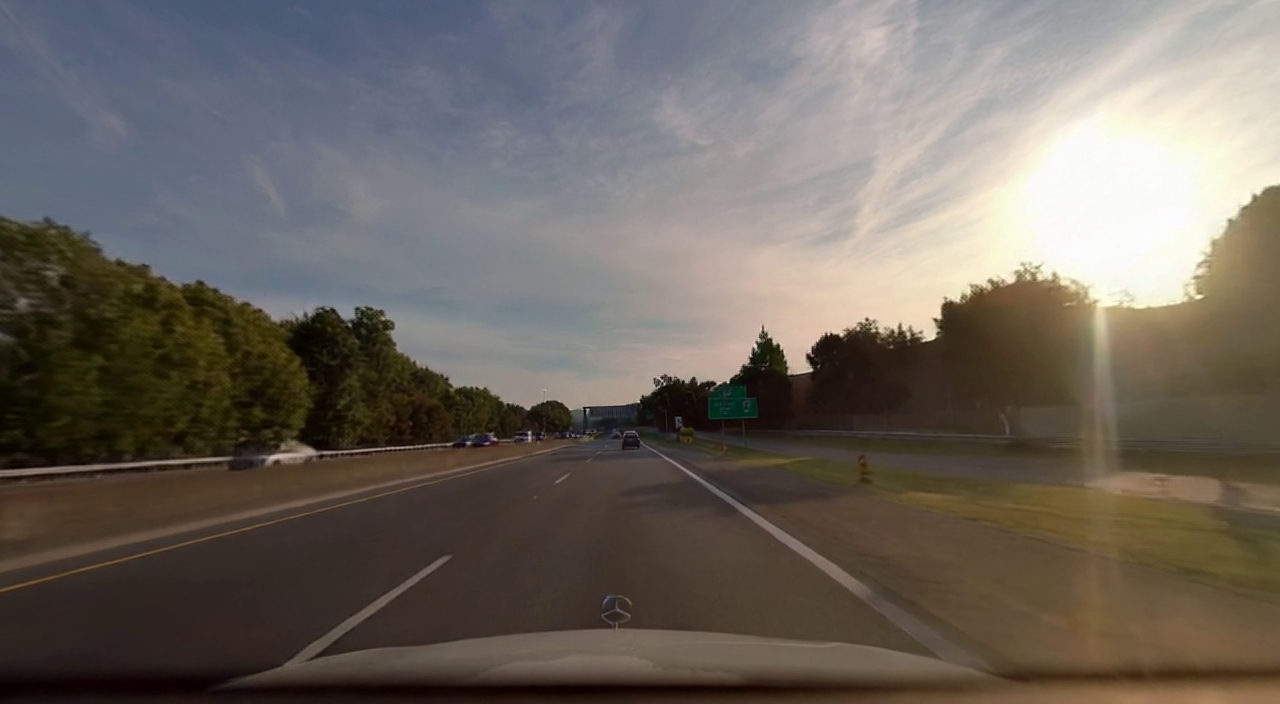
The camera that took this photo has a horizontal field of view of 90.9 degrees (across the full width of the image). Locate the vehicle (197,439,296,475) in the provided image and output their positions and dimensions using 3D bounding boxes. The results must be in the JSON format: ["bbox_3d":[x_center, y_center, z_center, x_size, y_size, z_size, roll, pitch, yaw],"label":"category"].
[{"bbox_3d":[-17.175,4.563,27.738,1.803,1.448,4.009,0,-8,-1],"label":"vehicle"}]
